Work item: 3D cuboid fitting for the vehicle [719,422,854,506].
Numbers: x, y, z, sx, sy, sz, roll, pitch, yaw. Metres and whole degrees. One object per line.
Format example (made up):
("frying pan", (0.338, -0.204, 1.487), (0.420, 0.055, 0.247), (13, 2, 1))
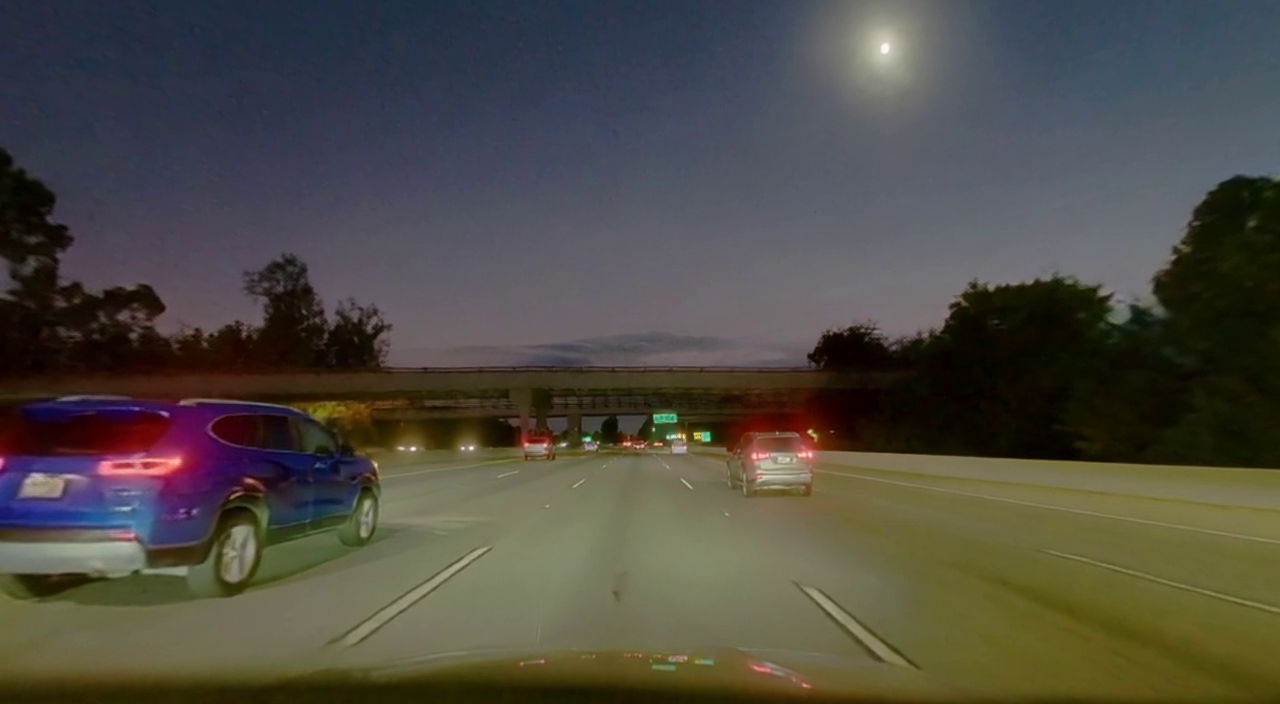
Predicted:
("vehicle", (3.381, 2.693, 15.648), (2.185, 1.749, 4.477), (0, -8, -1))

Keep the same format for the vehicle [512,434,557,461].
("vehicle", (-7.482, 6.828, 45.330), (2.193, 1.818, 4.995), (0, -8, 1))

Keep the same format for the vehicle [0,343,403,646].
("vehicle", (-4.291, 1.207, 6.329), (2.018, 1.872, 4.728), (0, -8, 0))
